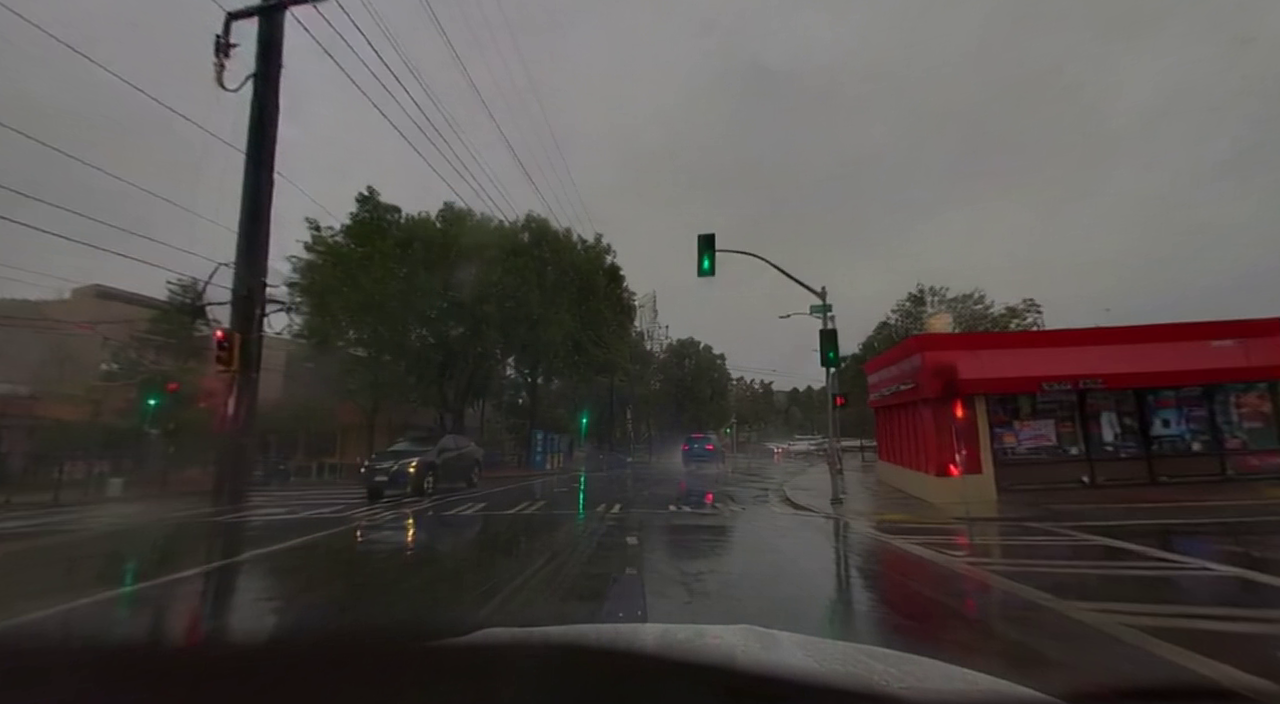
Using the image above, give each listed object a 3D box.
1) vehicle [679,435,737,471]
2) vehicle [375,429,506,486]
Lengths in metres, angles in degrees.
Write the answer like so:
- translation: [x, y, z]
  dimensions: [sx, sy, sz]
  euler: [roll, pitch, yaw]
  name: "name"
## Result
- translation: [3.626, 5.231, 32.819]
  dimensions: [2.101, 1.721, 4.364]
  euler: [-3, -9, 18]
  name: "vehicle"
- translation: [-6.480, 3.486, 21.161]
  dimensions: [2.017, 1.684, 4.483]
  euler: [-2, -9, 15]
  name: "vehicle"
